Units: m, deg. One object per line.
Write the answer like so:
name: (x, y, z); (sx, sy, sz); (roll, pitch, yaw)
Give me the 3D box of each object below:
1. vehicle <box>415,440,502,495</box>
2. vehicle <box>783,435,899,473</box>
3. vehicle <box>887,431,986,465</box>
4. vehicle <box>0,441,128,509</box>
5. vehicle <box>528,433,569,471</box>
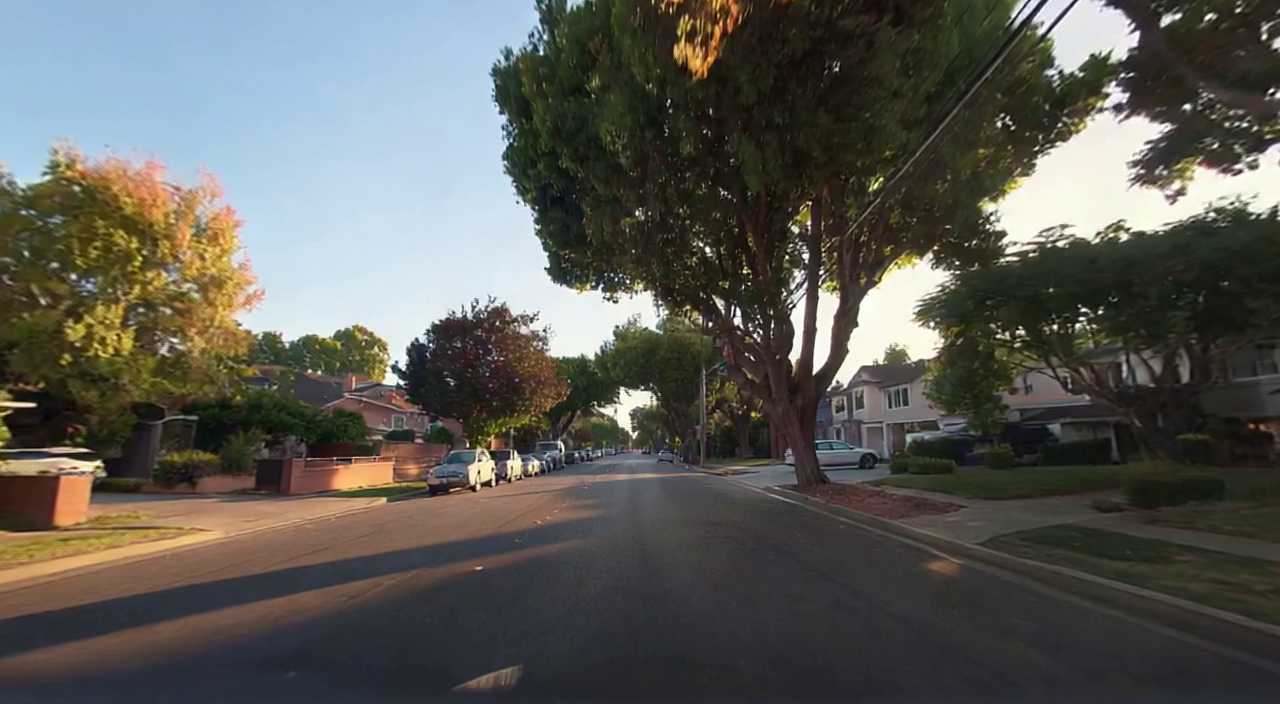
vehicle: (-6.756, 4.354, 24.022); (1.922, 1.801, 4.516); (-2, -9, 1)
vehicle: (9.762, 4.985, 30.973); (4.979, 1.769, 1.943); (0, -9, -1)
vehicle: (18.986, 6.159, 40.562); (5.215, 1.910, 2.031); (-1, -11, -3)
vehicle: (-17.628, 3.597, 19.050); (1.978, 1.744, 5.108); (4, -9, -24)
vehicle: (-7.118, 7.936, 49.934); (2.439, 2.724, 5.647); (-1, -10, 0)
